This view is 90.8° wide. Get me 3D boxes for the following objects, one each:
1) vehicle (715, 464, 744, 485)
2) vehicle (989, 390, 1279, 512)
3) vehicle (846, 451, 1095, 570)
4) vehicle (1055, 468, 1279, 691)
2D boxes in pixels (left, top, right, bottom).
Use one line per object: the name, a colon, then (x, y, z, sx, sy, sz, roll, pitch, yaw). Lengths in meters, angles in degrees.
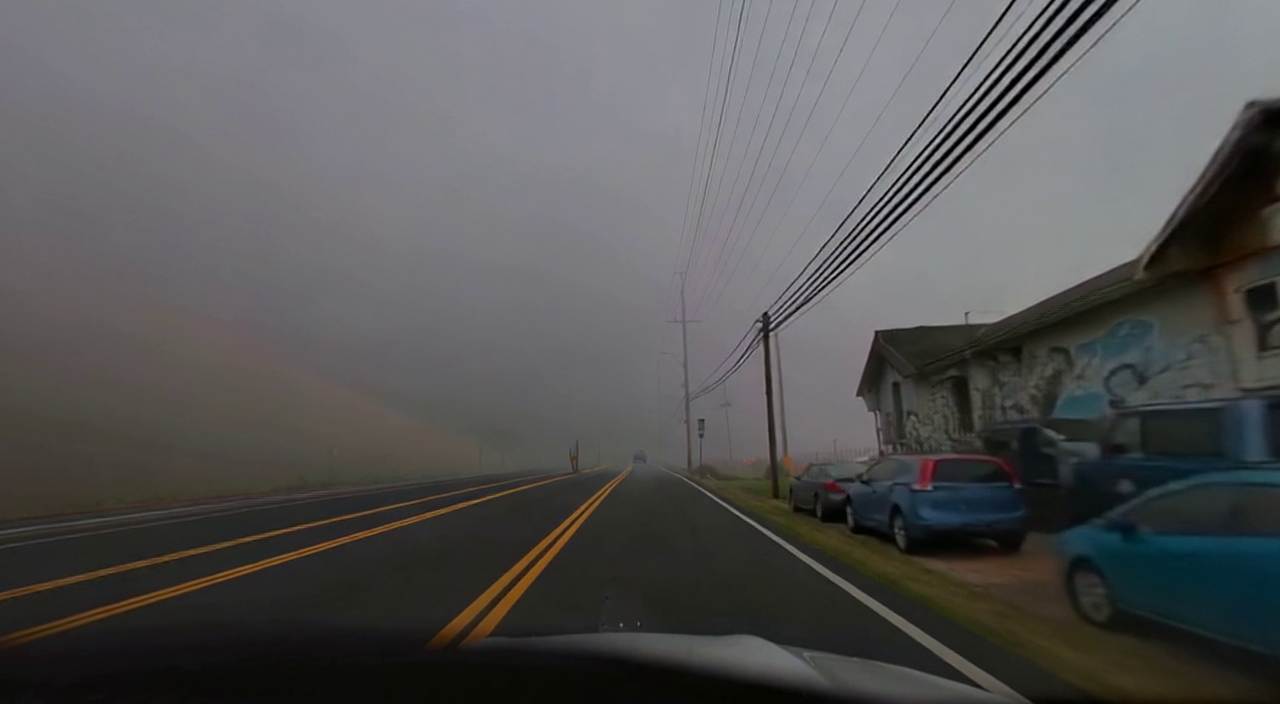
vehicle: (6.855, 9.433, 48.784, 1.781, 1.432, 4.169, 0, -9, 3)
vehicle: (8.672, 1.735, 11.255, 2.082, 1.678, 5.079, 0, -8, 1)
vehicle: (5.644, 2.703, 11.720, 2.056, 1.693, 4.803, 0, -9, 1)
vehicle: (5.566, 1.684, 4.644, 2.005, 1.487, 4.397, 0, -9, 0)
